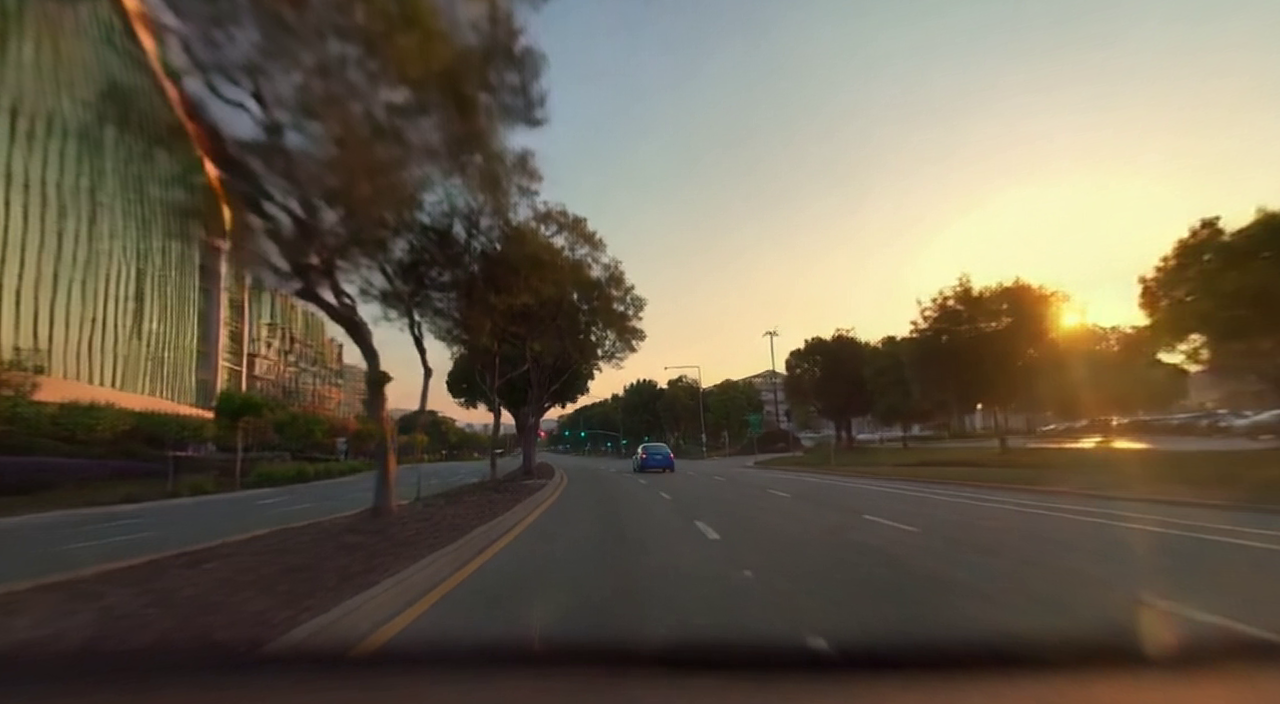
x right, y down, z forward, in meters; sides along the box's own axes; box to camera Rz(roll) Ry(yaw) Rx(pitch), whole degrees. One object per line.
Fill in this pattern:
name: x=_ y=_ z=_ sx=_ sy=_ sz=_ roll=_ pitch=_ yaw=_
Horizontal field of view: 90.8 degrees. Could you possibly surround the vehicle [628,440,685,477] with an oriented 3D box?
vehicle: x=0.724 y=5.181 z=30.942 sx=2.165 sy=1.633 sz=4.381 roll=1 pitch=-9 yaw=-7
